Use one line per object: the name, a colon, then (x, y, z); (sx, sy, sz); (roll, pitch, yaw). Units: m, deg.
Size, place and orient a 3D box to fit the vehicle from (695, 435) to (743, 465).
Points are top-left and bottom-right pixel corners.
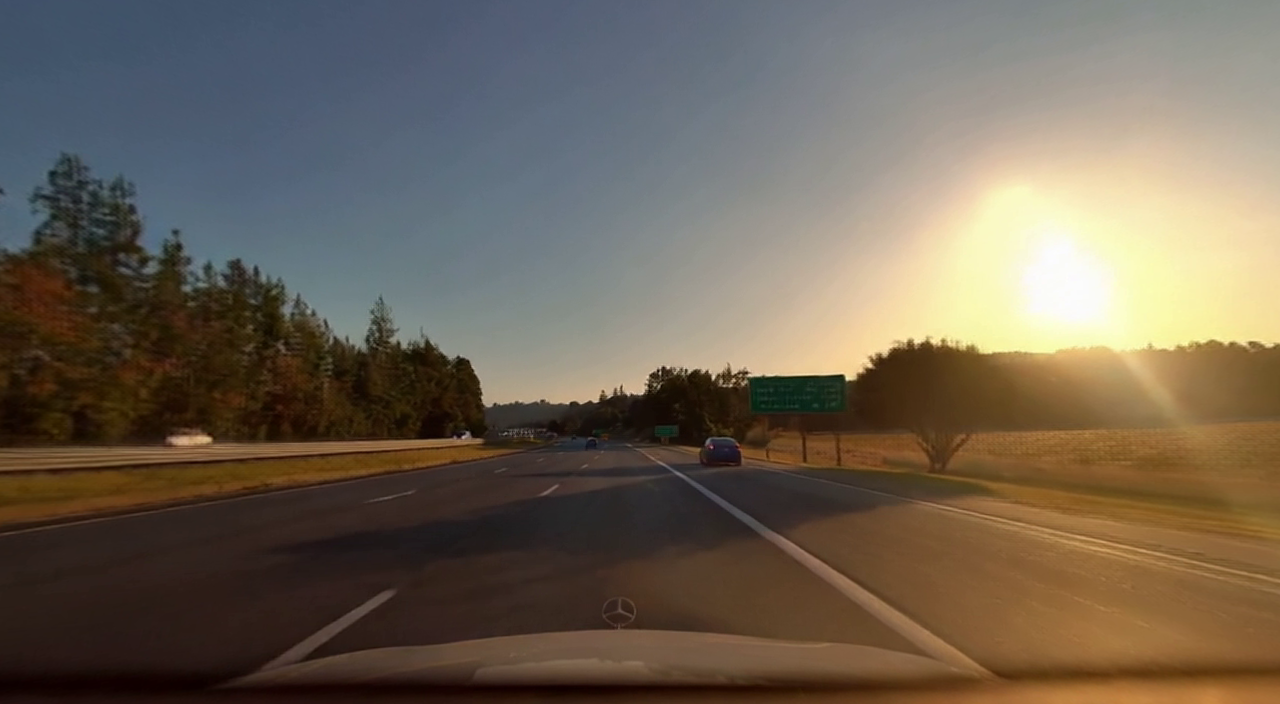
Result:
vehicle: (4.429, 5.553, 35.924); (2.084, 1.614, 4.762); (0, -8, -1)
